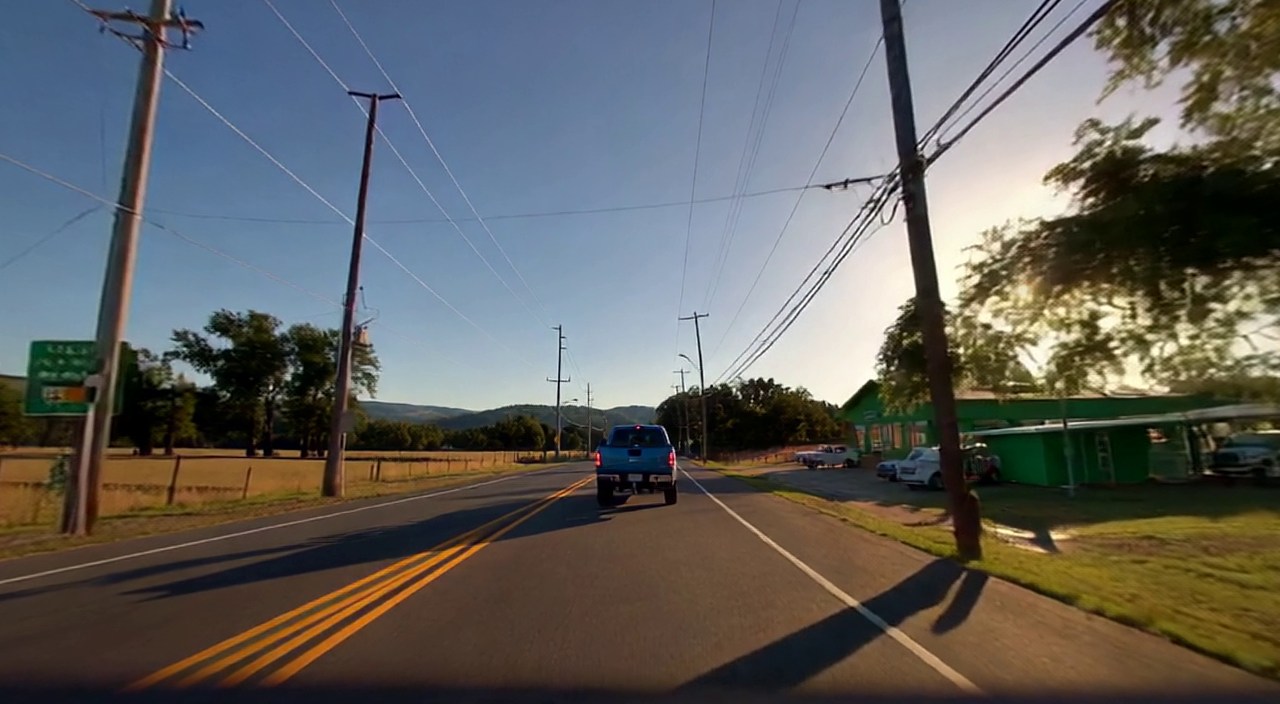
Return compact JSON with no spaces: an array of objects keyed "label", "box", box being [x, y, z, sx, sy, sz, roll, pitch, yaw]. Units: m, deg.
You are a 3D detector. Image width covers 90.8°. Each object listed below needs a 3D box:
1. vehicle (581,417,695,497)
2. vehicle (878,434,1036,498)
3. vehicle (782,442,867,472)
[{"label":"vehicle","box":[-0.001,3.253,20.011,2.921,2.031,7.416,0,-8,1]},{"label":"vehicle","box":[11.502,4.032,22.797,5.776,1.936,2.535,6,-8,-33]},{"label":"vehicle","box":[11.632,6.555,39.685,5.304,1.754,2.340,6,-10,-37]}]
